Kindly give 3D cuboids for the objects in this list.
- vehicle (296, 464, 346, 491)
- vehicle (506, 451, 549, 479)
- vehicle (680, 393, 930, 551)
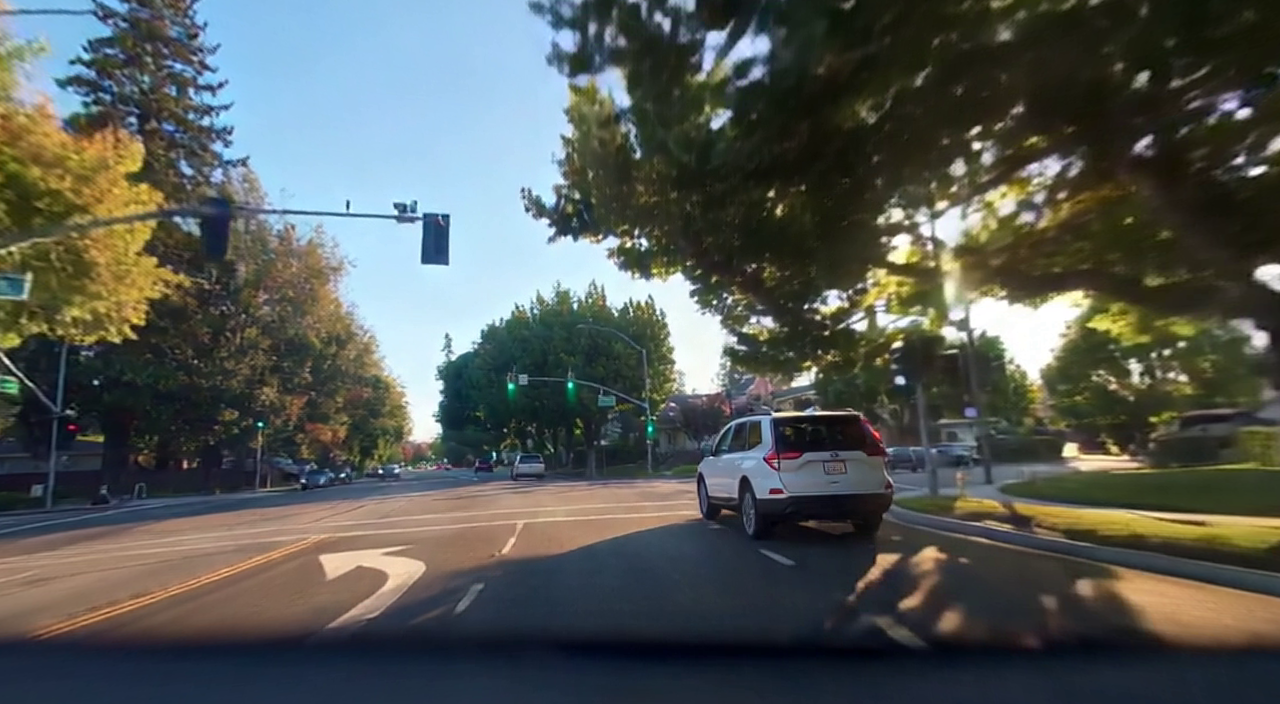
[{"bbox_3d":[-21.535,8.487,42.768,1.955,1.509,4.640,-1,-9,-13],"label":"vehicle"},{"bbox_3d":[-7.431,7.361,41.305,2.138,1.729,4.178,3,-9,-18],"label":"vehicle"},{"bbox_3d":[2.414,2.022,11.294,2.338,2.063,5.592,1,-9,-7],"label":"vehicle"}]
